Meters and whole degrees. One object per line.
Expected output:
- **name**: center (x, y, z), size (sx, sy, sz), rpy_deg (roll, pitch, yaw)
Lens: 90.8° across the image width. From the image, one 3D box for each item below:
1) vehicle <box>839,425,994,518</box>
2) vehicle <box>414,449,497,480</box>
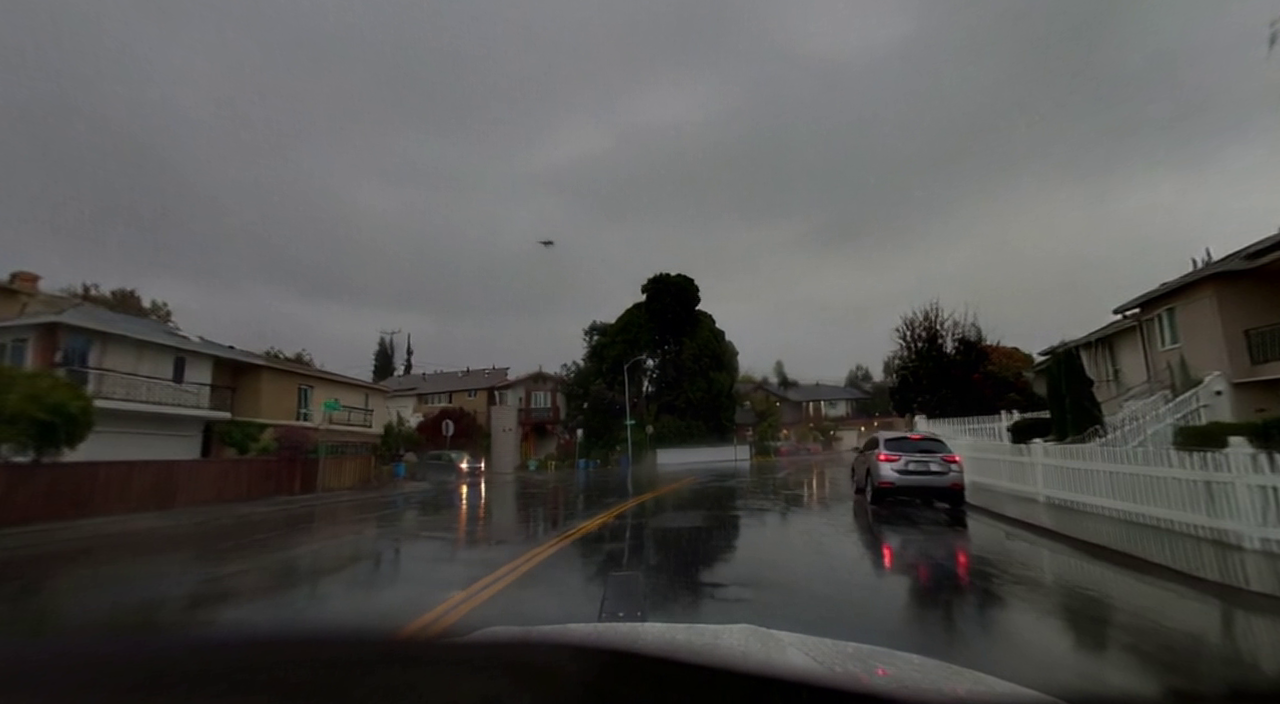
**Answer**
- **vehicle**: center (5.905, 2.577, 14.148), size (2.105, 1.705, 4.392), rpy_deg (-1, -9, 10)
- **vehicle**: center (-10.501, 6.371, 36.003), size (4.270, 1.683, 1.984), rpy_deg (-4, -10, 26)
